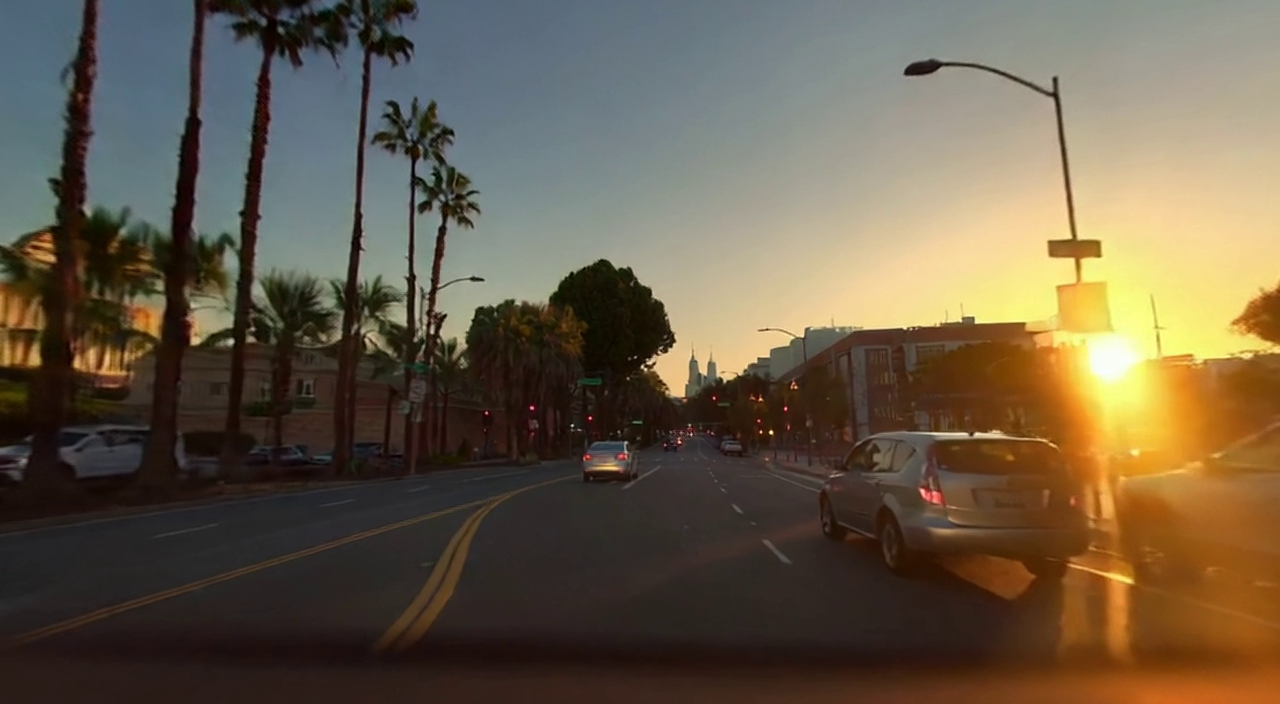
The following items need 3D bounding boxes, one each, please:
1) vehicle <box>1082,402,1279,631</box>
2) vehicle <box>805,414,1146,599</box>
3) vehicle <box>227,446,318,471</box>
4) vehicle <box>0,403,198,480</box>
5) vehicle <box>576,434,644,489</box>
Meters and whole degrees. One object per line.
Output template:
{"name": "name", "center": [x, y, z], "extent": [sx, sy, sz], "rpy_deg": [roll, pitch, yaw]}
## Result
{"name": "vehicle", "center": [6.206, 1.311, 4.979], "extent": [2.028, 1.832, 4.622], "rpy_deg": [0, -8, 0]}
{"name": "vehicle", "center": [3.617, 1.728, 7.976], "extent": [1.983, 1.654, 4.354], "rpy_deg": [0, -8, 2]}
{"name": "vehicle", "center": [-23.086, 6.671, 39.906], "extent": [1.800, 1.462, 4.752], "rpy_deg": [-4, -9, 24]}
{"name": "vehicle", "center": [-21.447, 3.570, 25.200], "extent": [2.198, 2.684, 5.751], "rpy_deg": [-4, -9, 24]}
{"name": "vehicle", "center": [-0.906, 3.661, 21.446], "extent": [2.063, 1.664, 4.471], "rpy_deg": [0, -8, 0]}
